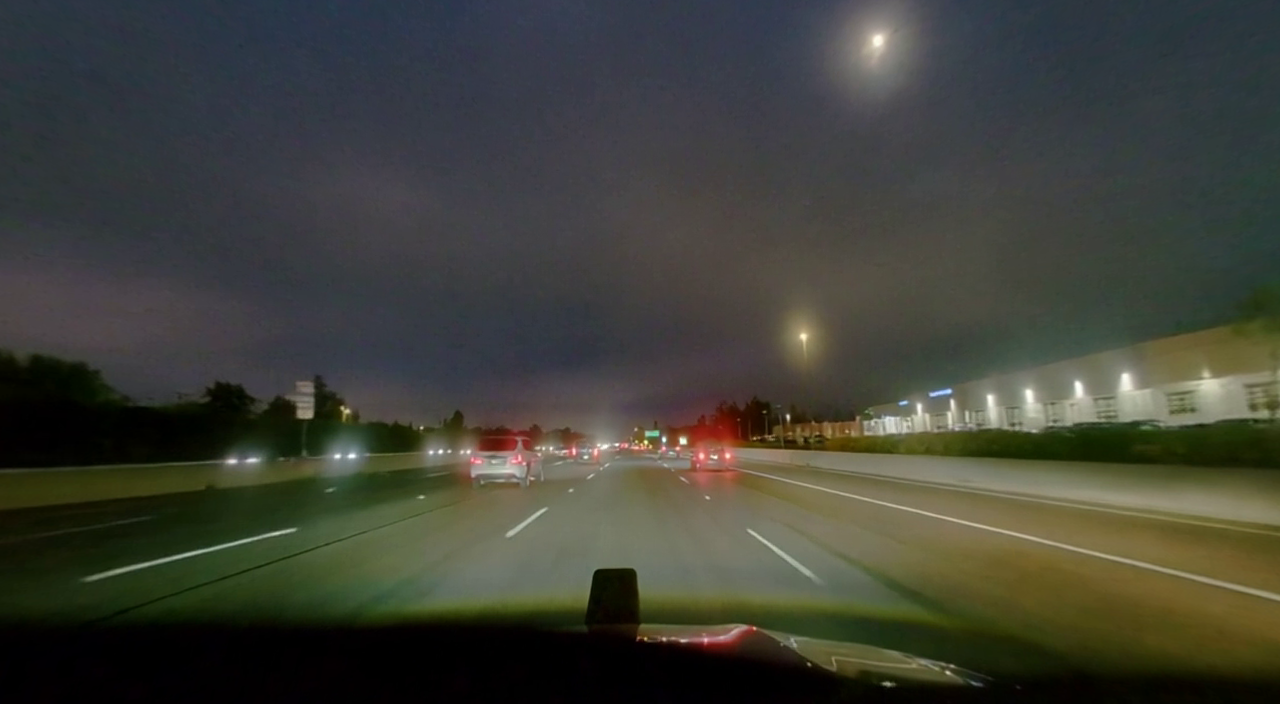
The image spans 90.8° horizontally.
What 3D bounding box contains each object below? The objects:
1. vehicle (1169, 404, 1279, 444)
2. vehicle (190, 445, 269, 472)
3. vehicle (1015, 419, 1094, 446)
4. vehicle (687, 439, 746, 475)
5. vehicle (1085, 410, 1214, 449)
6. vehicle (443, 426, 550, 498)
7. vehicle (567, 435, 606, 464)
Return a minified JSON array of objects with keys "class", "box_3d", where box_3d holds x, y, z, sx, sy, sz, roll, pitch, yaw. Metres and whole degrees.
[{"class":"vehicle","box_3d":[32.438,4.028,34.543,2.062,1.924,5.623,-1,-9,-1]},{"class":"vehicle","box_3d":[-24.736,6.430,38.273,1.872,1.512,4.405,0,-8,0]},{"class":"vehicle","box_3d":[32.363,6.373,49.565,2.133,1.930,5.924,-1,-9,0]},{"class":"vehicle","box_3d":[3.388,4.778,28.955,1.957,1.510,4.643,0,-8,-2]},{"class":"vehicle","box_3d":[27.293,4.276,34.220,1.959,1.935,5.851,0,-8,-2]},{"class":"vehicle","box_3d":[-3.882,3.062,17.991,1.987,1.765,4.508,0,-8,0]},{"class":"vehicle","box_3d":[-3.893,7.196,46.663,2.410,1.981,5.355,0,-8,0]}]
